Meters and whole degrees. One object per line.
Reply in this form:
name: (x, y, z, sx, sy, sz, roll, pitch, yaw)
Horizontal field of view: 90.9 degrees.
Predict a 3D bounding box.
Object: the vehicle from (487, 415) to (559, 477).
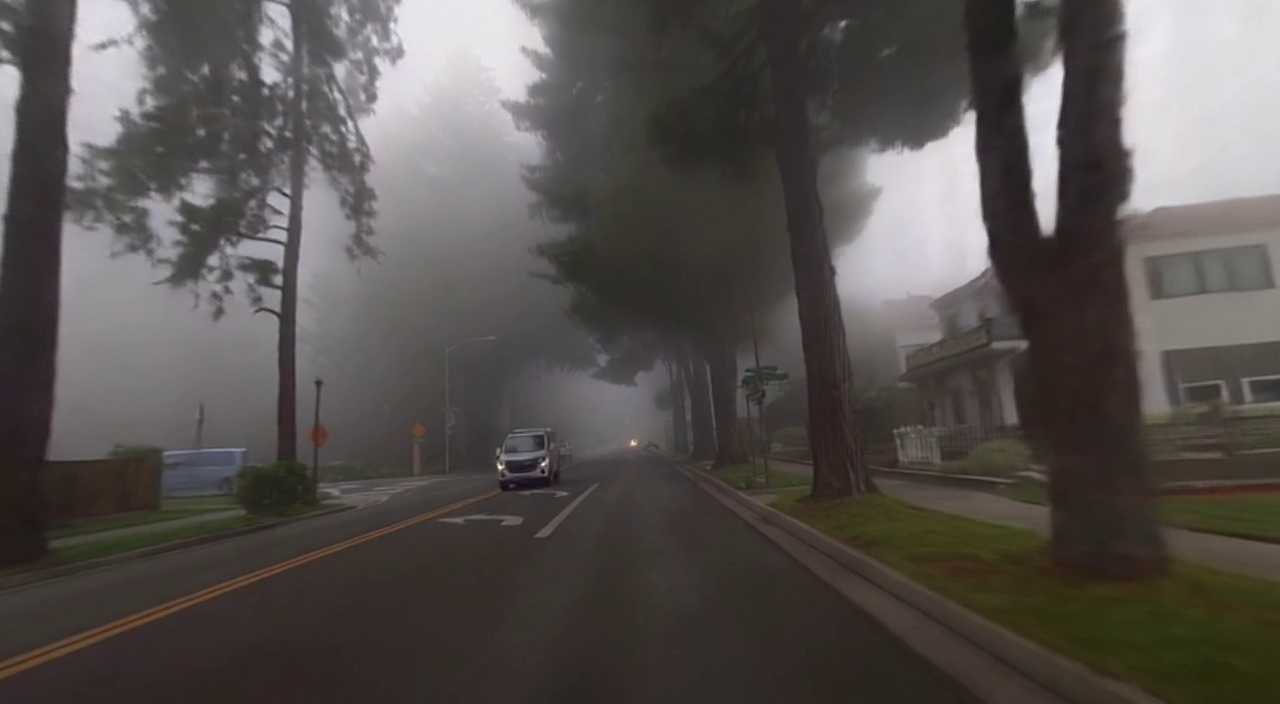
vehicle: (-5.654, 4.688, 31.420, 2.303, 2.760, 5.868, -1, -8, 2)
